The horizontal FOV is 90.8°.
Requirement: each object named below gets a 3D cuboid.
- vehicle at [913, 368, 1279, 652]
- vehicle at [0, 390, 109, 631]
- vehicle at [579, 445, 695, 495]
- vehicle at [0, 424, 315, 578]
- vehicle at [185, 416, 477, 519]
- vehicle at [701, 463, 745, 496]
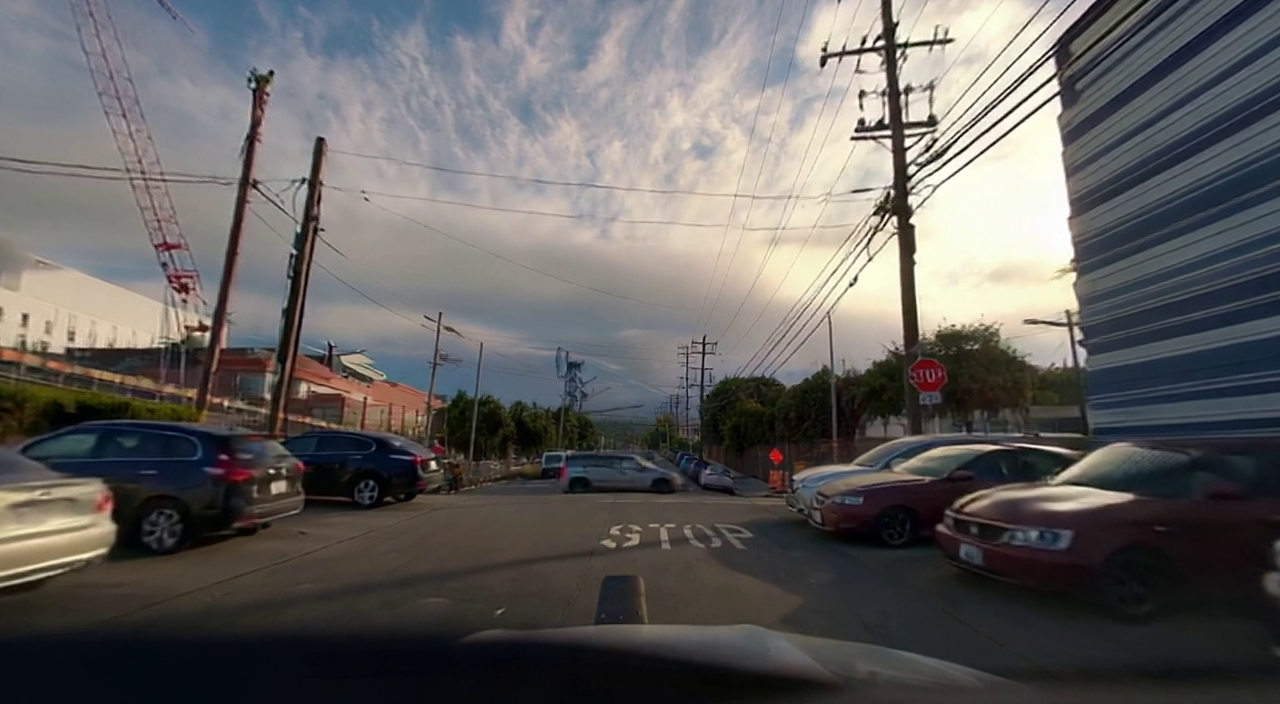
[{"bbox_3d":[4.889,1.274,5.127,4.450,1.719,2.066,4,-10,1],"label":"vehicle"},{"bbox_3d":[-6.673,1.132,4.449,4.082,1.723,1.896,0,-9,0],"label":"vehicle"},{"bbox_3d":[-0.106,4.367,23.622,4.157,1.754,1.835,0,-8,-1],"label":"vehicle"},{"bbox_3d":[-6.942,1.691,7.780,4.713,1.440,1.984,3,-9,2],"label":"vehicle"},{"bbox_3d":[-6.332,2.430,13.473,5.025,1.648,2.055,4,-9,0],"label":"vehicle"},{"bbox_3d":[5.059,7.828,39.159,2.007,1.804,4.136,0,-8,-2],"label":"vehicle"}]
